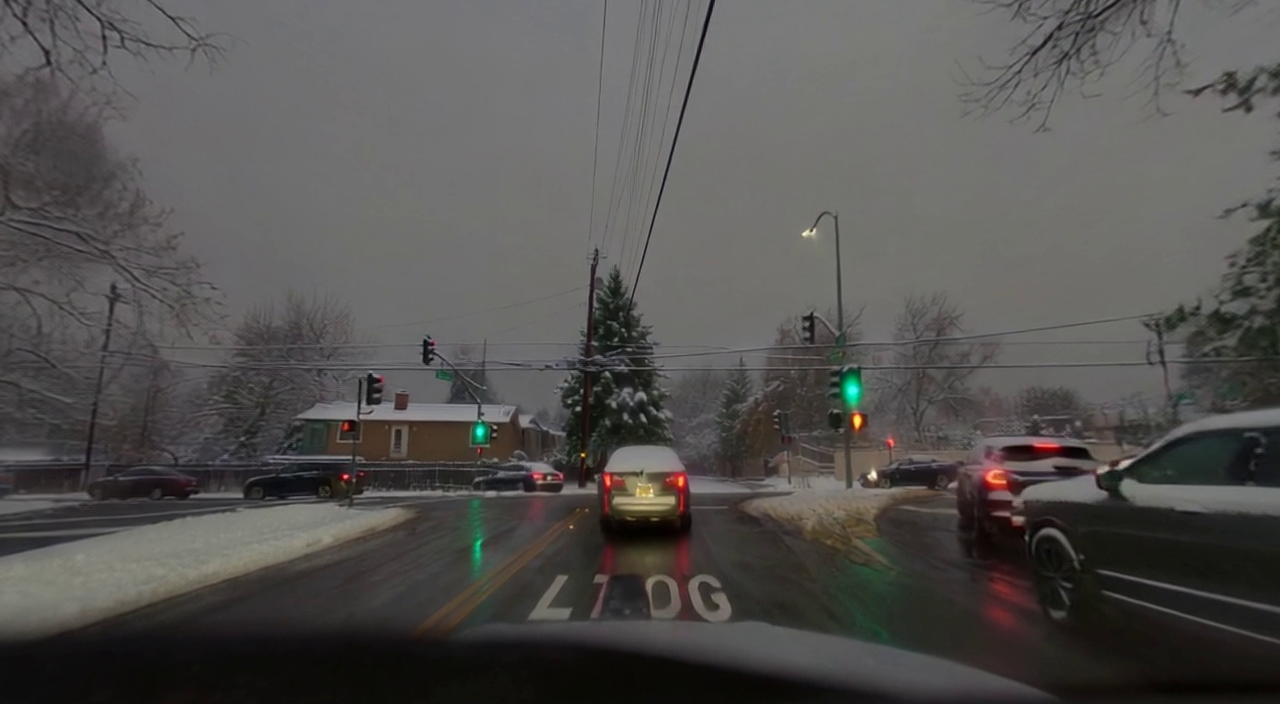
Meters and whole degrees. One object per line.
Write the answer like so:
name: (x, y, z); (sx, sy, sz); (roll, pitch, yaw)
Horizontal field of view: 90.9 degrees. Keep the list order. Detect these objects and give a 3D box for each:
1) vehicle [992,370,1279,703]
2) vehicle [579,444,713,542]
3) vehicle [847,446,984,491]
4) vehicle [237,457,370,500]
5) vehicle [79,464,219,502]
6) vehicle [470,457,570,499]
vehicle: (4.559, 1.112, 3.999); (2.095, 1.836, 4.895); (-1, -8, 4)
vehicle: (0.062, 2.538, 12.140); (2.078, 1.506, 4.512); (0, -8, -1)
vehicle: (11.022, 4.677, 25.536); (4.600, 1.722, 2.074); (-1, -8, 6)
vehicle: (-13.892, 5.209, 26.134); (4.485, 1.625, 1.980); (-1, -8, 10)
vehicle: (-21.090, 5.605, 27.162); (4.736, 1.475, 1.921); (-1, -8, 9)
vehicle: (-5.091, 5.225, 26.444); (2.063, 1.492, 4.343); (8, -12, -43)
